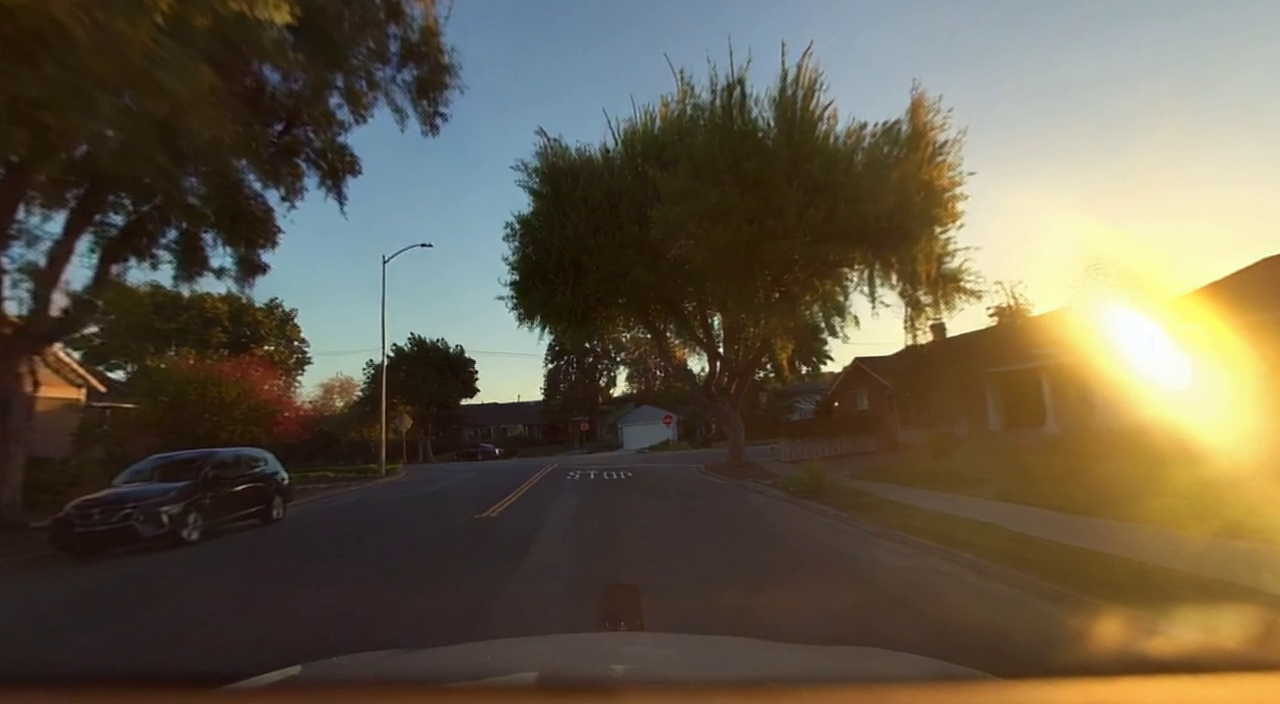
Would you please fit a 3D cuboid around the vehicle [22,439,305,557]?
[{"bbox_3d":[-7.989,2.404,11.282,1.994,1.656,4.334,1,-8,-6],"label":"vehicle"}]
